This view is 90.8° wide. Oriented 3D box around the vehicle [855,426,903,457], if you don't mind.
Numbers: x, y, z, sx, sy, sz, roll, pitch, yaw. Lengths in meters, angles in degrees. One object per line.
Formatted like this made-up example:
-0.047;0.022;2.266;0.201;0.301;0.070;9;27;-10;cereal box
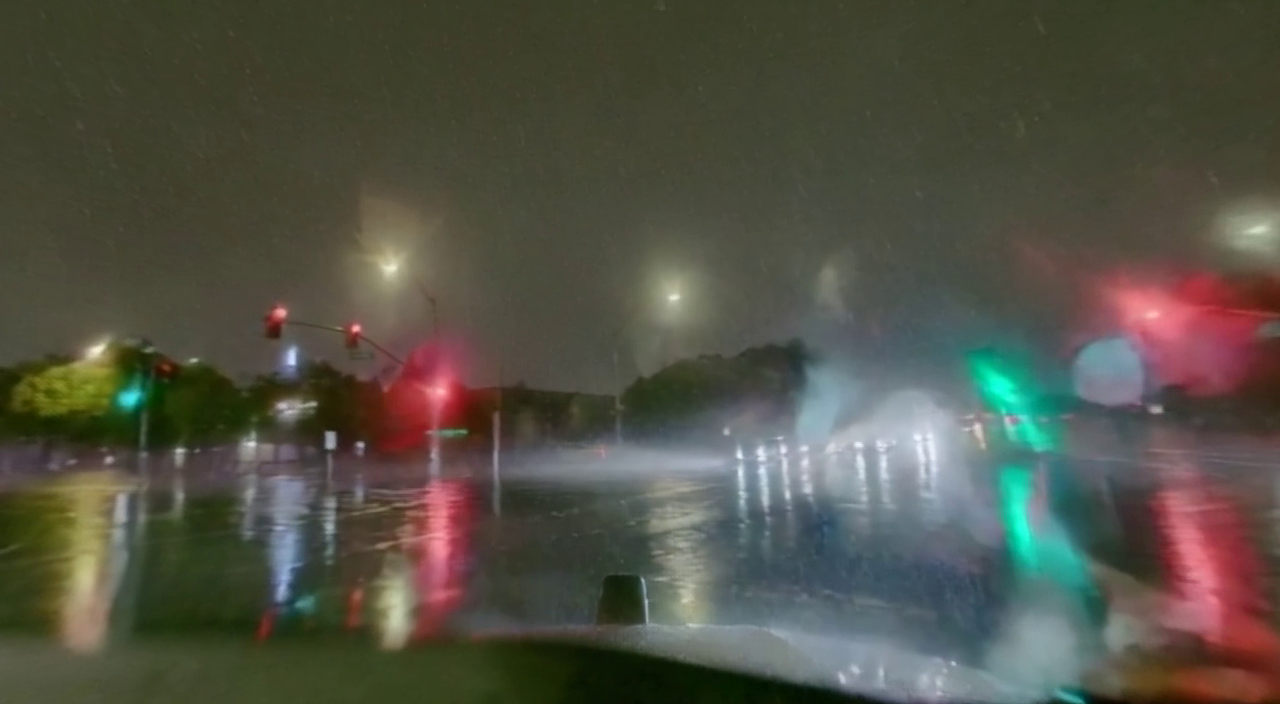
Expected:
13.829;5.184;36.457;2.034;1.663;4.025;-5;-9;27;vehicle

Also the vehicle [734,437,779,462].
7.458;6.207;40.366;1.786;1.499;3.797;-5;-9;26;vehicle
